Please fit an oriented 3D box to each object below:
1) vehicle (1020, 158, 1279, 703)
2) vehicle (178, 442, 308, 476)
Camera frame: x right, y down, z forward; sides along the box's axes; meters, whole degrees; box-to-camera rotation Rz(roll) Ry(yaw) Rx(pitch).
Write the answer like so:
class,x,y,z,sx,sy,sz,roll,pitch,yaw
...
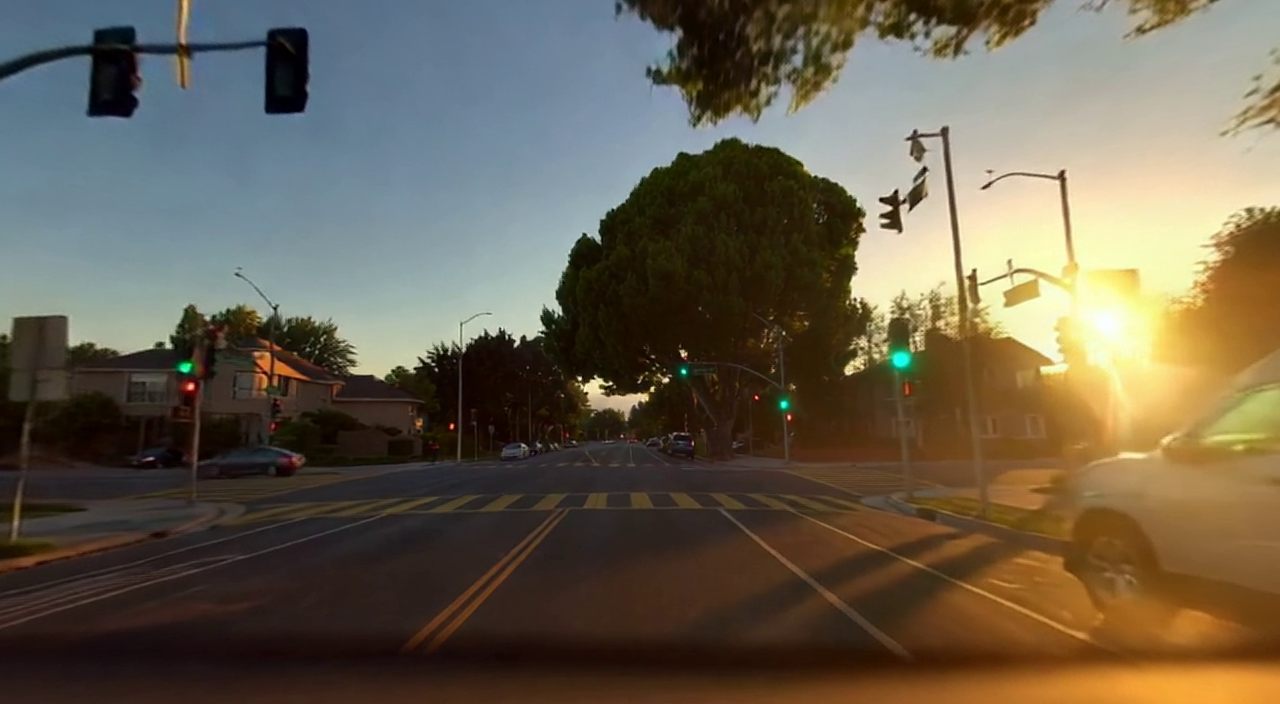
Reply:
class,x,y,z,sx,sy,sz,roll,pitch,yaw
vehicle,4.476,0.352,2.729,2.398,2.806,4.857,0,-8,-2
vehicle,-18.020,4.869,28.755,4.606,1.452,1.917,0,-8,0
